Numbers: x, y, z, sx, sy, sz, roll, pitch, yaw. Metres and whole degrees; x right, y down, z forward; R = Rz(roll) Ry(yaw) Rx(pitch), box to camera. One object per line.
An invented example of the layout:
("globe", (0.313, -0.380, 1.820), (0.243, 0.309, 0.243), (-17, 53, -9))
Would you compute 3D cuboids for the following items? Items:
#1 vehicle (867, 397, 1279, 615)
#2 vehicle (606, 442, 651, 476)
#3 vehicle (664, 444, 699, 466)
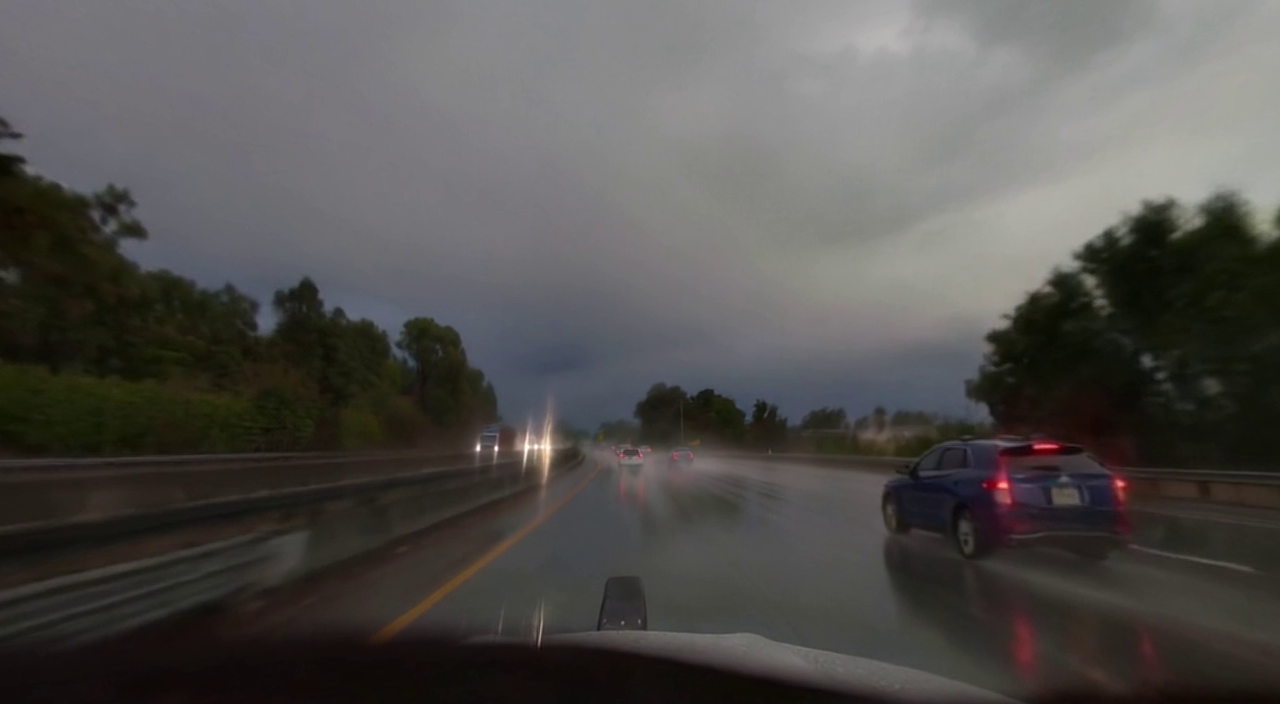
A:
("vehicle", (4.190, 1.458, 6.746), (2.013, 1.623, 3.916), (0, -9, 0))
("vehicle", (-0.579, 5.183, 30.622), (2.050, 1.534, 3.771), (0, -9, -2))
("vehicle", (2.970, 7.526, 46.059), (2.008, 1.504, 4.291), (1, -9, -4))
